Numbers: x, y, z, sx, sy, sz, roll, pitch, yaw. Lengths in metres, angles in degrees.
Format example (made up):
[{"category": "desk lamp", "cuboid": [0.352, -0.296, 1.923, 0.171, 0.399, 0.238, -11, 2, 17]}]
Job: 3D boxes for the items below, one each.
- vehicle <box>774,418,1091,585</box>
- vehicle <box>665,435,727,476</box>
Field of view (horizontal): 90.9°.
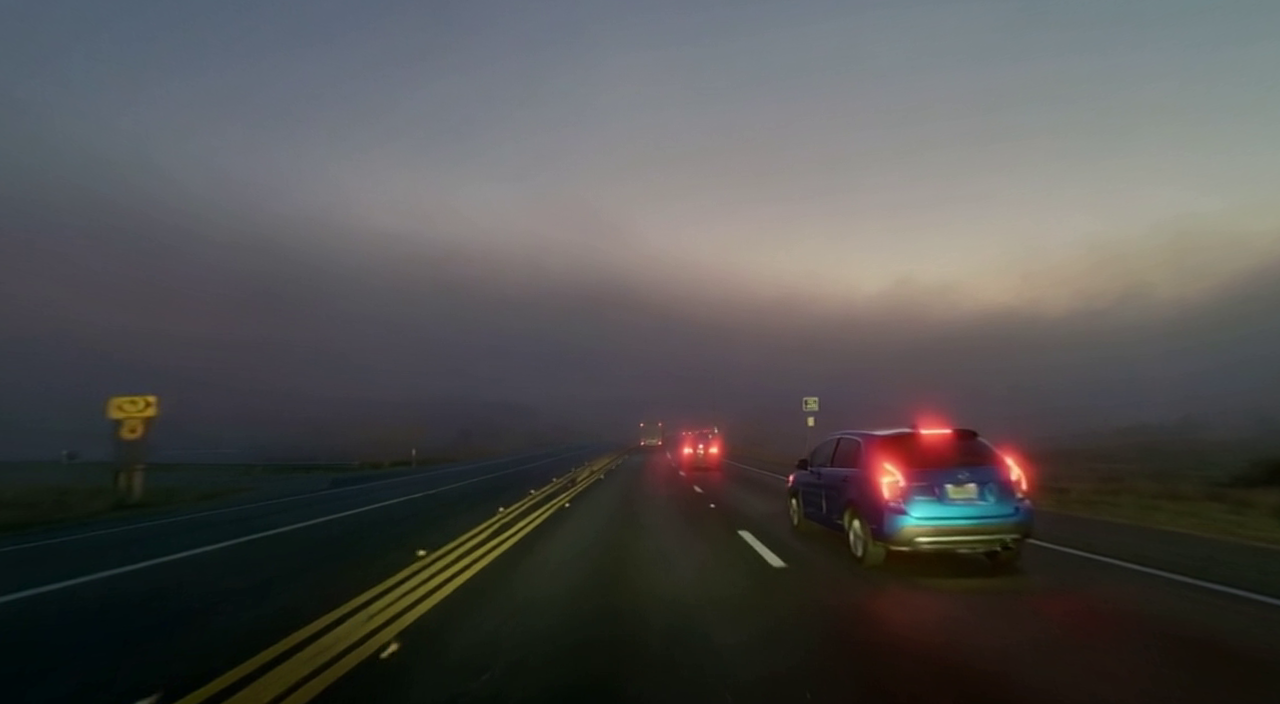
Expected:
[{"category": "vehicle", "cuboid": [3.159, 1.683, 7.918, 2.007, 1.534, 3.976, 0, -8, -1]}, {"category": "vehicle", "cuboid": [2.210, 4.224, 26.041, 2.026, 1.531, 4.273, 0, -8, -1]}]
